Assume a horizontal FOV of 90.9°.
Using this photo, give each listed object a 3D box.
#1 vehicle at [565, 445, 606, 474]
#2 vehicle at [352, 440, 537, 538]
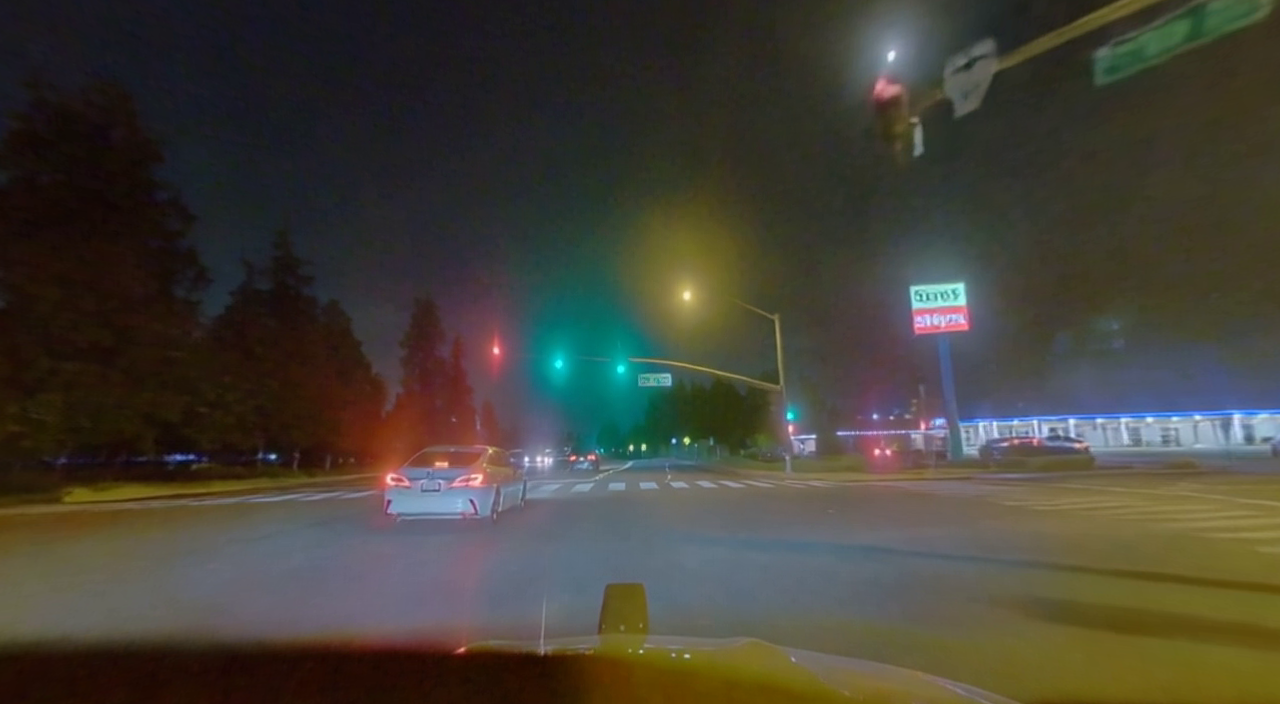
[{"bbox_3d":[-3.358,6.699,39.630,2.109,1.692,4.220,0,-9,0],"label":"vehicle"},{"bbox_3d":[-3.356,2.433,11.883,2.018,1.477,4.401,0,-9,1],"label":"vehicle"}]
